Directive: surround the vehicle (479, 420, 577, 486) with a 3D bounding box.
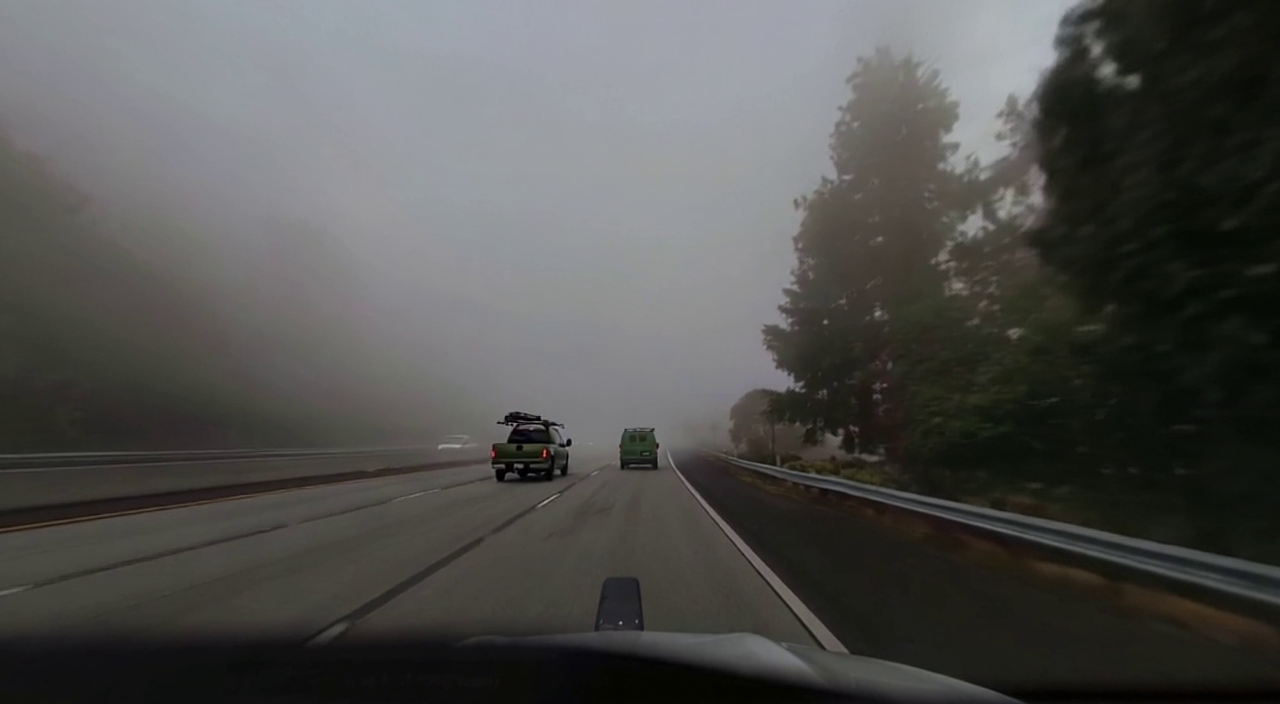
[{"bbox_3d":[-3.568,3.360,21.163,2.250,1.947,4.860,0,-8,2],"label":"vehicle"}]

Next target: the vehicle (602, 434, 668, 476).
[{"bbox_3d":[-0.135,4.611,28.483,2.715,1.669,5.163,0,-8,1],"label":"vehicle"}]
